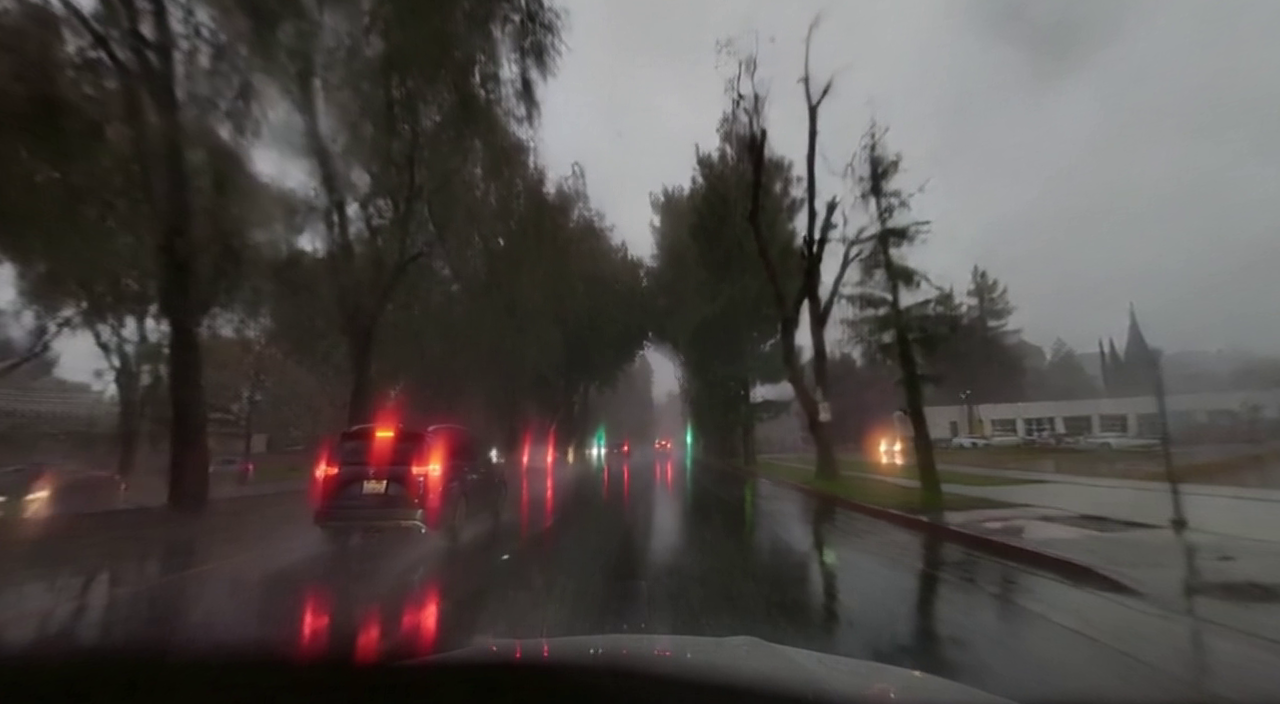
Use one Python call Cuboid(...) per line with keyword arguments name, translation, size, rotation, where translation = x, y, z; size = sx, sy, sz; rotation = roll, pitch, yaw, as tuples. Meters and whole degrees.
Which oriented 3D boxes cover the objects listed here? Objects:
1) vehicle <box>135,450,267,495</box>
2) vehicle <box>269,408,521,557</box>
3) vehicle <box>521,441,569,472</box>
Cuboid(name="vehicle", translation=(-21.947, 6.003, 31.961), size=(2.259, 1.943, 5.934), rotation=(-1, -8, 3))
Cuboid(name="vehicle", translation=(-3.357, 1.883, 9.786), size=(2.123, 1.761, 4.322), rotation=(0, -8, 1))
Cuboid(name="vehicle", translation=(-5.572, 6.208, 37.554), size=(1.985, 1.708, 4.310), rotation=(-1, -8, 3))
